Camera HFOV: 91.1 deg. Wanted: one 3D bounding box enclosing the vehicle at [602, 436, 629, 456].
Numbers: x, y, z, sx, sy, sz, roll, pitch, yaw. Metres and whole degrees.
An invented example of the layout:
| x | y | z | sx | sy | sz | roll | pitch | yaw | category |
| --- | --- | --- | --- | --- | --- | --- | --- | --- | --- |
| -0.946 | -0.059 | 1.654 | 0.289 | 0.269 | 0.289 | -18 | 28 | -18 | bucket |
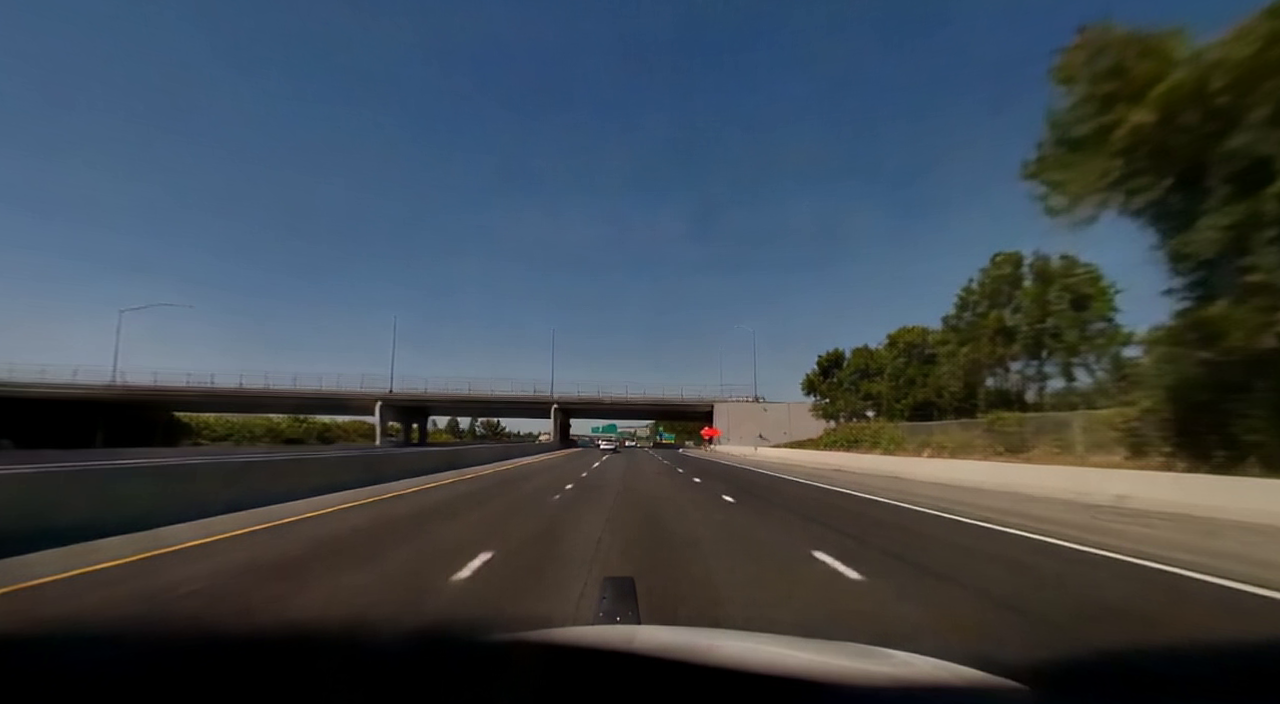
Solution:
| x | y | z | sx | sy | sz | roll | pitch | yaw | category |
| --- | --- | --- | --- | --- | --- | --- | --- | --- | --- |
| -1.938 | 7.401 | 49.461 | 2.025 | 1.519 | 3.924 | 0 | -8 | -2 | vehicle |
